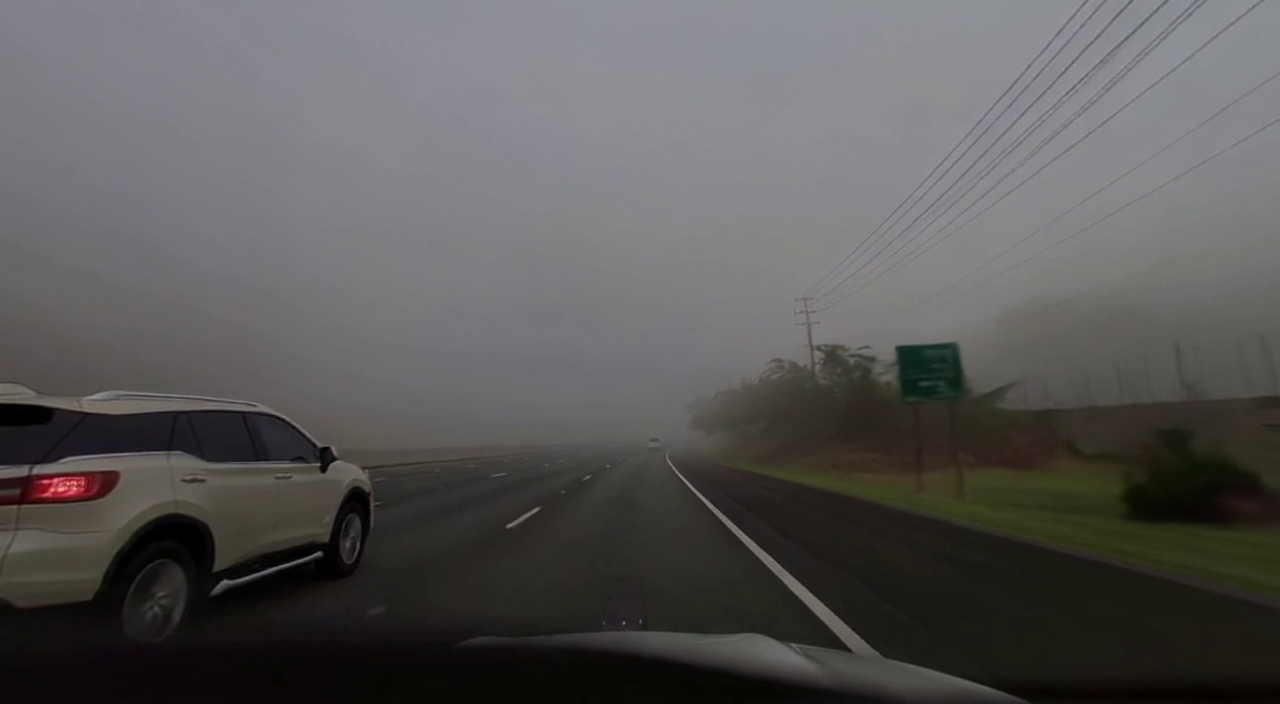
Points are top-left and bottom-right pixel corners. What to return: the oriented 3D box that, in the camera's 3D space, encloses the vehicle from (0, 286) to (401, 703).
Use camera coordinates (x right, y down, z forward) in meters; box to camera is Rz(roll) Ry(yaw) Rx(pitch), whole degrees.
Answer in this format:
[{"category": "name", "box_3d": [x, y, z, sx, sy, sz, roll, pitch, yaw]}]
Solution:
[{"category": "vehicle", "box_3d": [-3.693, 0.953, 4.170, 2.136, 1.975, 5.037, 0, -8, 1]}]
